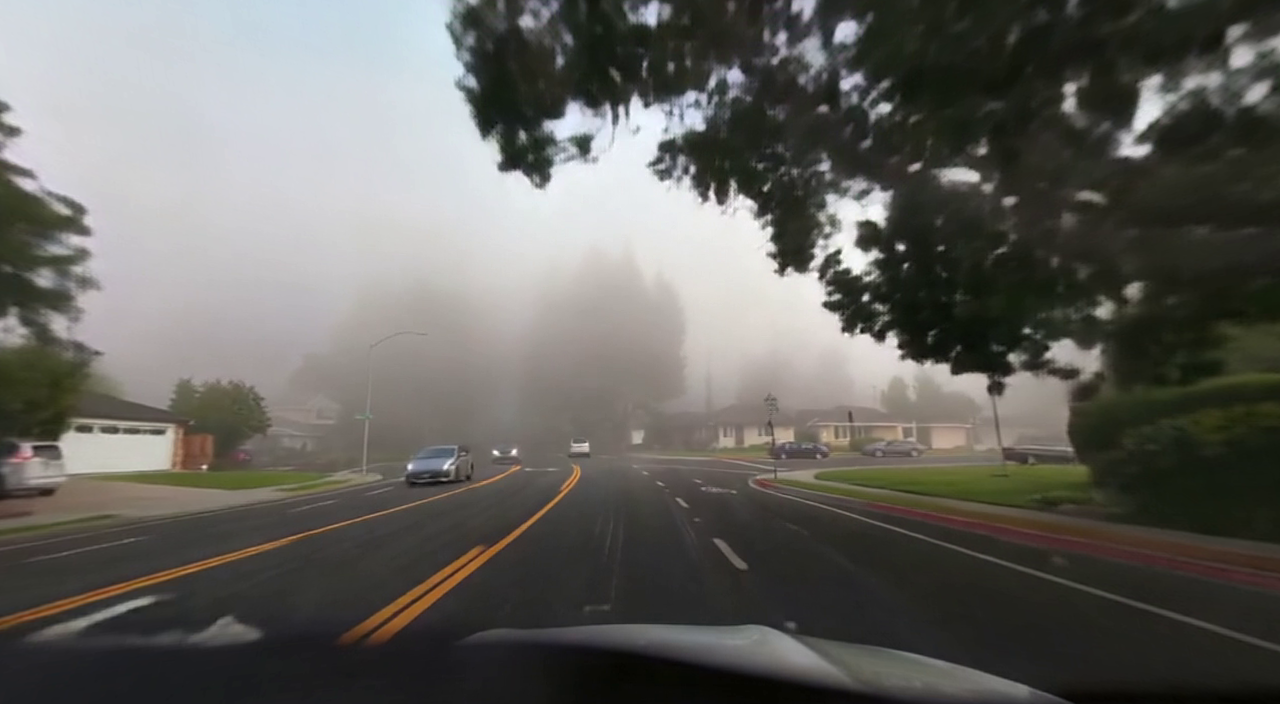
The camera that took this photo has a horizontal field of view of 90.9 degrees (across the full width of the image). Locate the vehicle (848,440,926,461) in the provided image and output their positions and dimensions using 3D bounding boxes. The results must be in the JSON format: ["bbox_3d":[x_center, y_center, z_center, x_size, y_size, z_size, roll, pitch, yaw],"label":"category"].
[{"bbox_3d":[17.447,6.993,44.776,4.795,1.468,1.945,-1,-9,9],"label":"vehicle"}]

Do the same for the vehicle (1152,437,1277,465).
[{"bbox_3d":[31.066,5.366,34.200,4.587,1.460,1.895,-1,-9,9],"label":"vehicle"}]

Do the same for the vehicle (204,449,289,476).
[{"bbox_3d":[-26.315,7.361,42.232,4.378,1.714,1.977,0,-8,2],"label":"vehicle"}]

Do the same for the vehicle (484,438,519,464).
[{"bbox_3d":[-9.683,6.947,44.336,2.069,1.740,4.446,1,-9,-9],"label":"vehicle"}]

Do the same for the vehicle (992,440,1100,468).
[{"bbox_3d":[22.599,5.695,35.279,4.607,1.481,1.884,-2,-9,11],"label":"vehicle"}]

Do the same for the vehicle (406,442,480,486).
[{"bbox_3d":[-7.853,4.471,25.551,1.910,1.538,4.478,-2,-8,-4],"label":"vehicle"}]

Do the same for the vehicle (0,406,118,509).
[{"bbox_3d":[-19.846,3.160,19.162,6.474,2.781,2.364,-2,-9,12],"label":"vehicle"}]

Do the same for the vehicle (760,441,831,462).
[{"bbox_3d":[11.210,7.221,45.734,4.737,1.447,1.766,-1,-9,6],"label":"vehicle"}]
